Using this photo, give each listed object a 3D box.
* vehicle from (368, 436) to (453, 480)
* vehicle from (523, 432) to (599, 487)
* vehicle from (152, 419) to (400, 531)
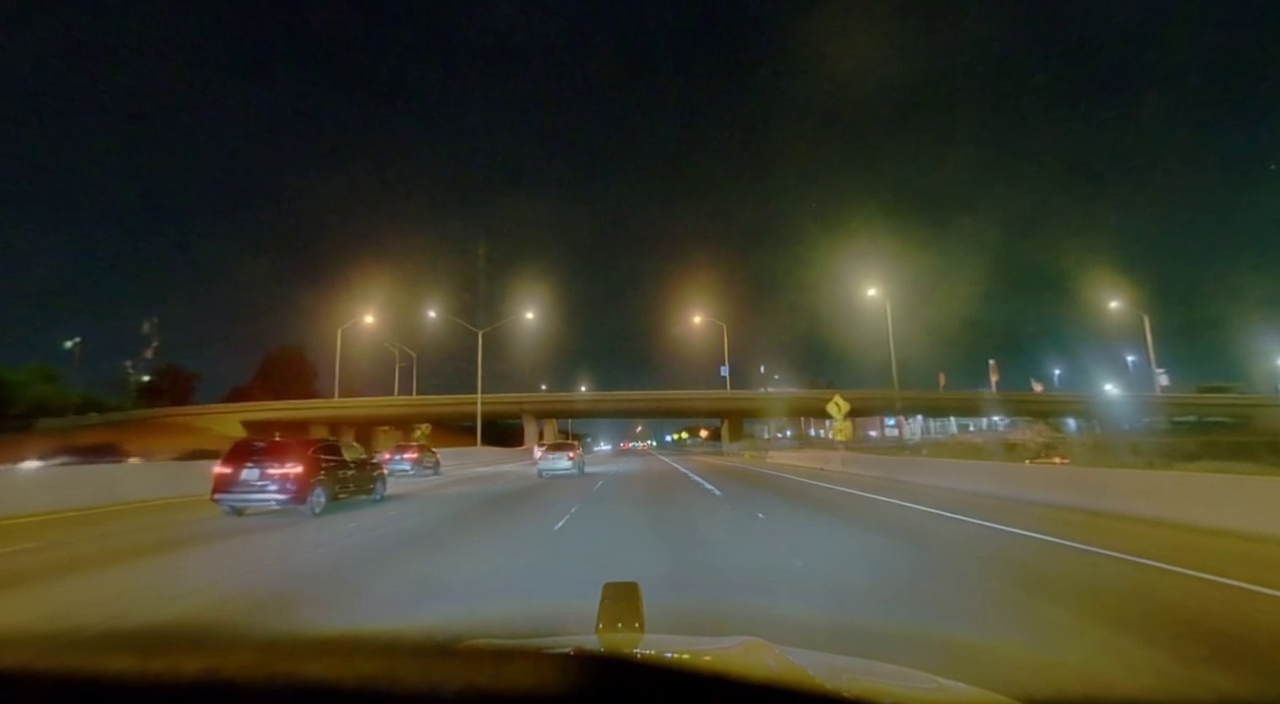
[{"bbox_3d":[-10.030,4.673,28.064,1.969,1.759,4.758,0,-8,0],"label":"vehicle"},{"bbox_3d":[-2.608,3.687,21.990,2.027,1.697,4.307,0,-8,1],"label":"vehicle"},{"bbox_3d":[-6.761,2.322,12.570,2.015,1.762,4.790,0,-8,1],"label":"vehicle"}]
